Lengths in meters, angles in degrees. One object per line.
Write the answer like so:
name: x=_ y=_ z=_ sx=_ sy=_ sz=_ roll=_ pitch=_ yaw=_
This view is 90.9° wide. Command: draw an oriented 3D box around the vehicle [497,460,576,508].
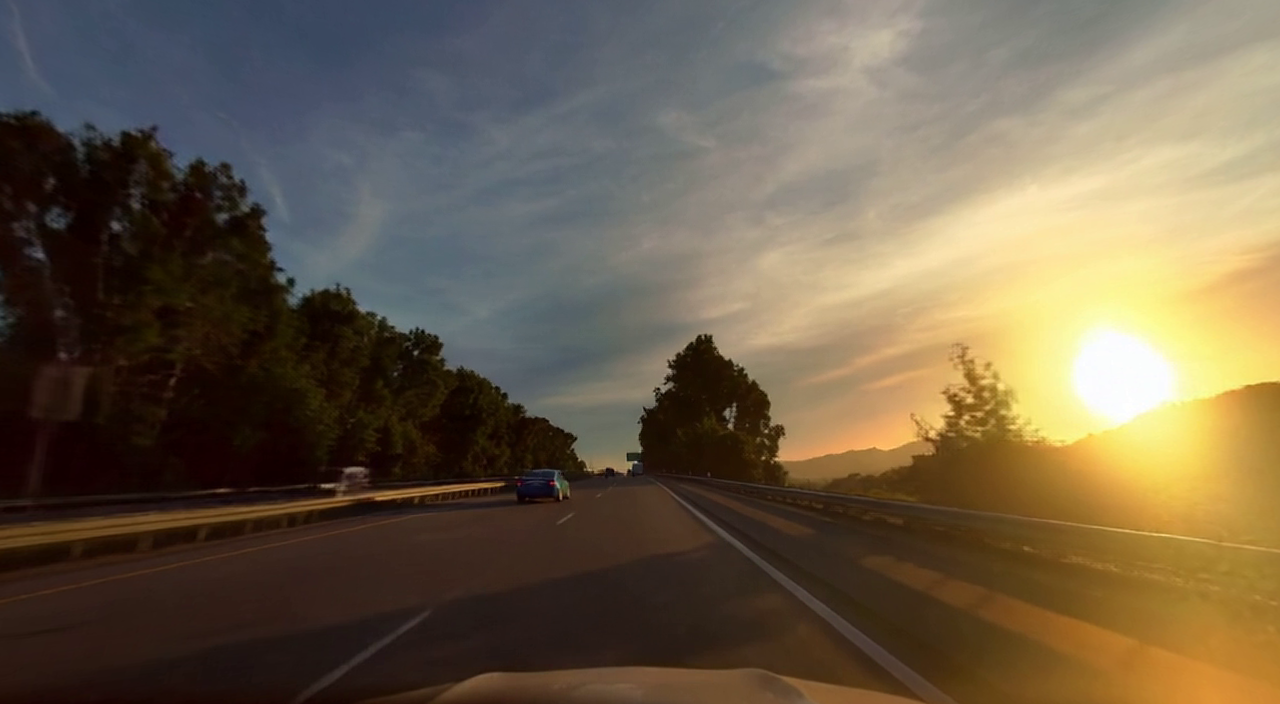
vehicle: x=-3.654 y=4.810 z=23.135 sx=2.006 sy=1.516 sz=4.820 roll=1 pitch=-11 yaw=1

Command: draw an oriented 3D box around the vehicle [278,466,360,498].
vehicle: x=-16.592 y=6.726 z=32.830 sx=1.880 sy=1.526 sz=4.462 roll=1 pitch=-11 yaw=1
